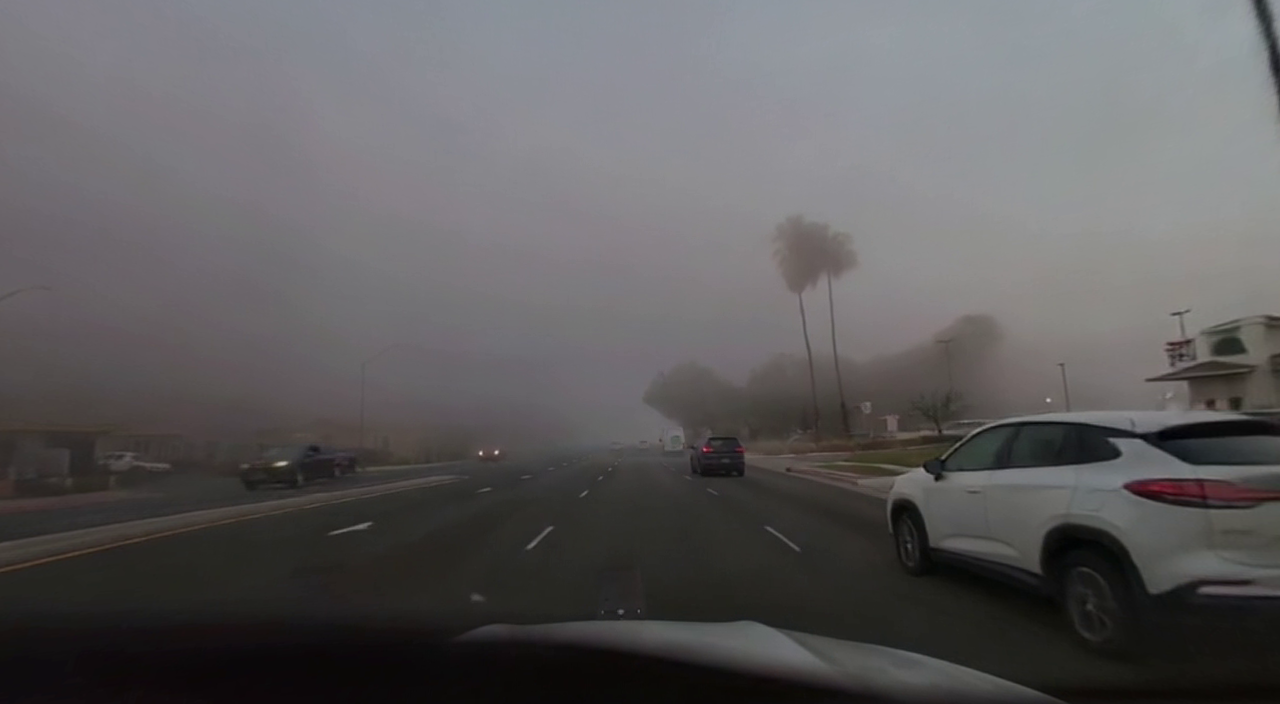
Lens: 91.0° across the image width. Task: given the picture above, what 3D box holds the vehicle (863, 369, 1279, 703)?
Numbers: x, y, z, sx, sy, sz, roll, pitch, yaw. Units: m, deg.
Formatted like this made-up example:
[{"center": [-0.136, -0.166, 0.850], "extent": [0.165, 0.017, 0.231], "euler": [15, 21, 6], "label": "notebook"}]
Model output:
[{"center": [3.632, 1.225, 5.019], "extent": [2.084, 1.682, 4.148], "euler": [0, -8, -1], "label": "vehicle"}]

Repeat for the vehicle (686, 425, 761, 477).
[{"center": [3.253, 3.997, 25.555], "extent": [2.244, 1.901, 4.561], "euler": [0, -8, -2], "label": "vehicle"}]

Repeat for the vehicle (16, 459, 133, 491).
[{"center": [-29.981, 6.489, 33.600], "extent": [1.820, 1.454, 4.709], "euler": [0, -8, 0], "label": "vehicle"}]

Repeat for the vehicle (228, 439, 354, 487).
[{"center": [-15.401, 4.911, 28.295], "extent": [2.315, 1.911, 5.751], "euler": [0, -8, 1], "label": "vehicle"}]

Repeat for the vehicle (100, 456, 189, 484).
[{"center": [-30.179, 7.179, 38.507], "extent": [1.871, 1.534, 4.524], "euler": [0, -8, -2], "label": "vehicle"}]
